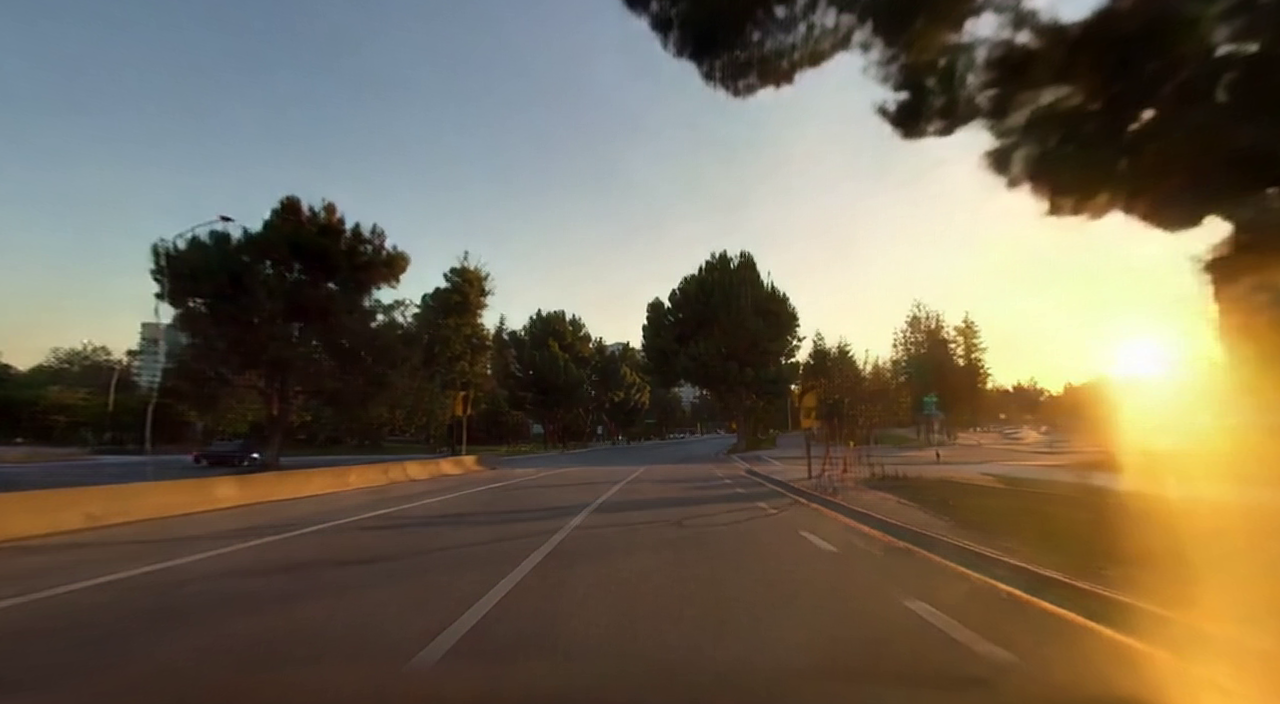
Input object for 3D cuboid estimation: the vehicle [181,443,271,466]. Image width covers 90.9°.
[{"bbox_3d":[-28.079,6.943,42.855,4.935,1.476,2.141,-2,-8,12],"label":"vehicle"}]
